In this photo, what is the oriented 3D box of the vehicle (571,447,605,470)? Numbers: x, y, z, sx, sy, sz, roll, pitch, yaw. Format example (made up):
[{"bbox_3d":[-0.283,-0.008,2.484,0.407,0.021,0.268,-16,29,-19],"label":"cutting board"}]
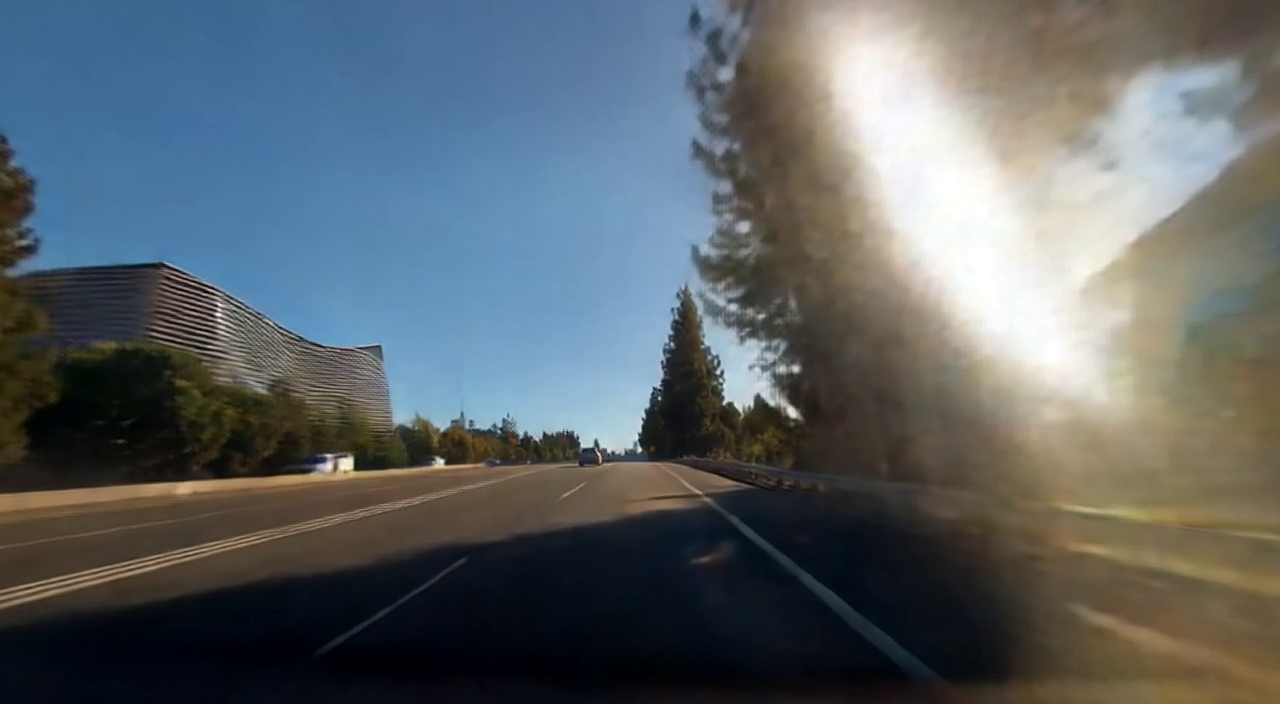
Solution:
[{"bbox_3d":[-3.635,7.544,44.904,1.984,1.521,4.682,0,-8,0],"label":"vehicle"}]
